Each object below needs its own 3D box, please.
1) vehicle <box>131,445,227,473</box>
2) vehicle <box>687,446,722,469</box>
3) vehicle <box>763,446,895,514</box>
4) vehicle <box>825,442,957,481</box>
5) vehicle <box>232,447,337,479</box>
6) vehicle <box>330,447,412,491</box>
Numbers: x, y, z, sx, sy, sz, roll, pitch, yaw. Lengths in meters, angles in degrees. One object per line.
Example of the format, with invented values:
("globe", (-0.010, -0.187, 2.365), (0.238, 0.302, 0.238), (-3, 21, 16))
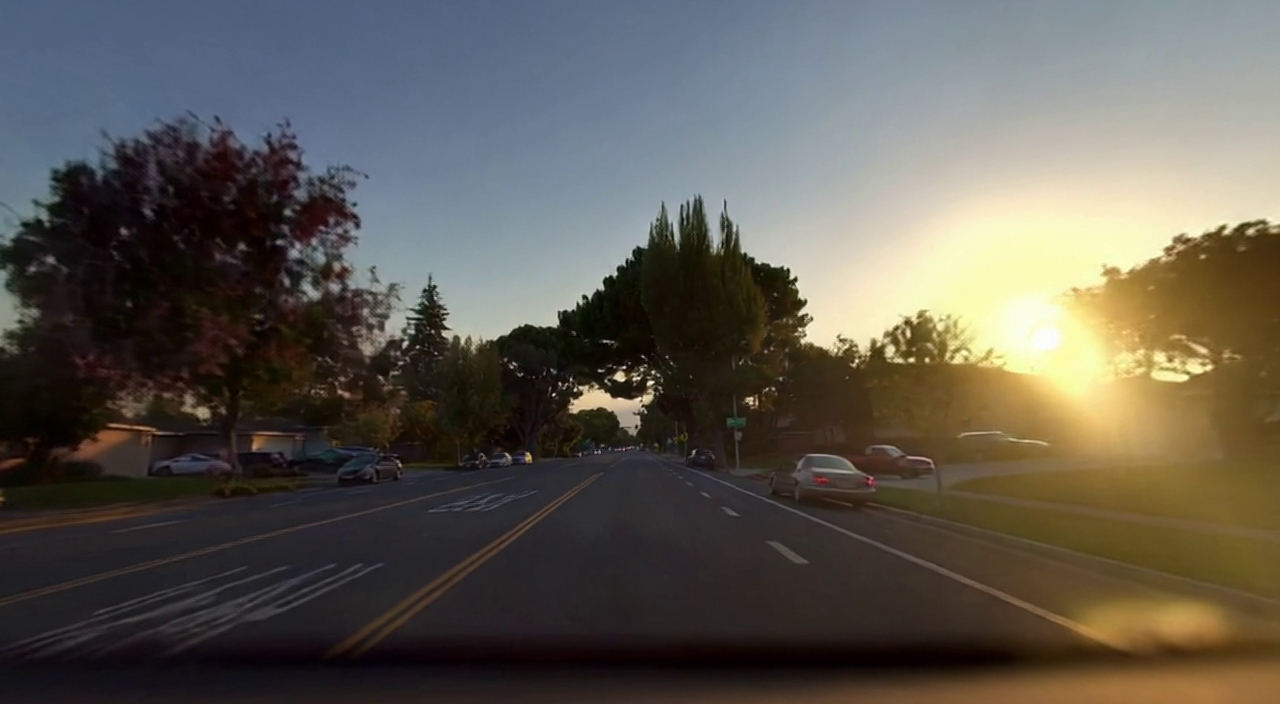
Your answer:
("vehicle", (-26.701, 6.190, 36.674), (4.073, 1.502, 1.822), (0, -9, -2))
("vehicle", (4.462, 7.345, 44.124), (1.925, 1.482, 4.746), (0, -8, 0))
("vehicle", (4.528, 3.104, 15.877), (1.970, 1.455, 4.233), (0, -8, 0))
("vehicle", (10.081, 4.429, 25.675), (4.501, 1.502, 1.975), (0, -8, -1))
("vehicle", (-20.401, 6.366, 36.439), (4.744, 1.752, 2.008), (1, -9, -7))
("vehicle", (-12.848, 5.561, 30.514), (2.049, 1.782, 4.460), (-4, -8, 0))
